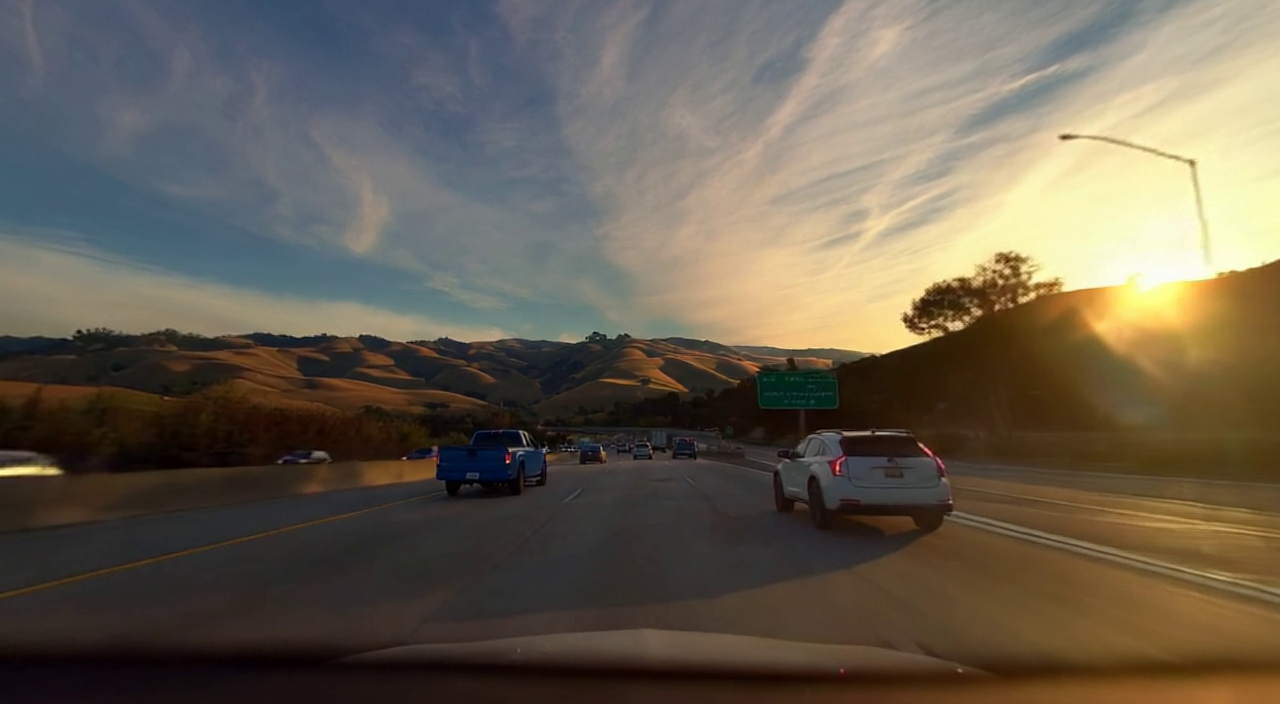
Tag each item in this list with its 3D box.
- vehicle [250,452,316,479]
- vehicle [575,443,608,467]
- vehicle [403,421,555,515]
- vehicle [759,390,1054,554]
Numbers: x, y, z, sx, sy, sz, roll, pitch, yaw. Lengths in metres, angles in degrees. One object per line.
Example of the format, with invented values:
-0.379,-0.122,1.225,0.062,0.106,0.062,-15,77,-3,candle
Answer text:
-24.635,7.833,43.729,1.909,1.640,4.577,0,-8,0,vehicle
-3.713,7.923,48.737,2.235,1.785,4.386,0,-8,0,vehicle
-3.561,2.689,15.208,2.227,1.853,5.161,0,-8,1,vehicle
3.737,1.848,10.450,2.424,1.952,5.611,0,-8,0,vehicle
